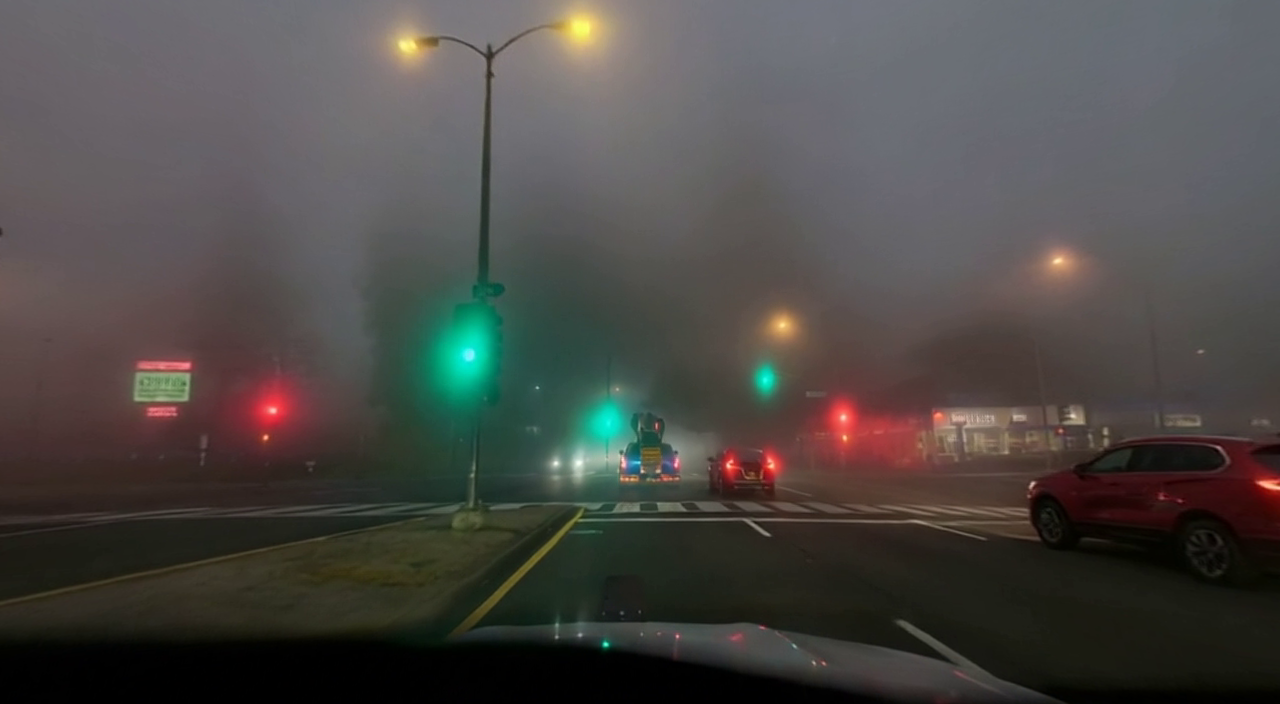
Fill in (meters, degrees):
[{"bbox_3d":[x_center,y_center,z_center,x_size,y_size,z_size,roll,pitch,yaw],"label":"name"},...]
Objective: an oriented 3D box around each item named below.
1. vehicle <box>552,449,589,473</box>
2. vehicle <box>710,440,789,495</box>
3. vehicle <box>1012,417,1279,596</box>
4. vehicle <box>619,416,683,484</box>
[{"bbox_3d":[-4.518,7.118,41.350,2.001,1.518,4.316,0,-9,-1],"label":"vehicle"},{"bbox_3d":[3.739,4.039,22.343,2.025,1.754,4.311,0,-9,0],"label":"vehicle"},{"bbox_3d":[7.126,1.793,8.050,1.982,1.698,4.408,0,-9,0],"label":"vehicle"},{"bbox_3d":[0.439,3.958,25.585,2.370,2.518,3.858,0,-9,1],"label":"vehicle"}]
